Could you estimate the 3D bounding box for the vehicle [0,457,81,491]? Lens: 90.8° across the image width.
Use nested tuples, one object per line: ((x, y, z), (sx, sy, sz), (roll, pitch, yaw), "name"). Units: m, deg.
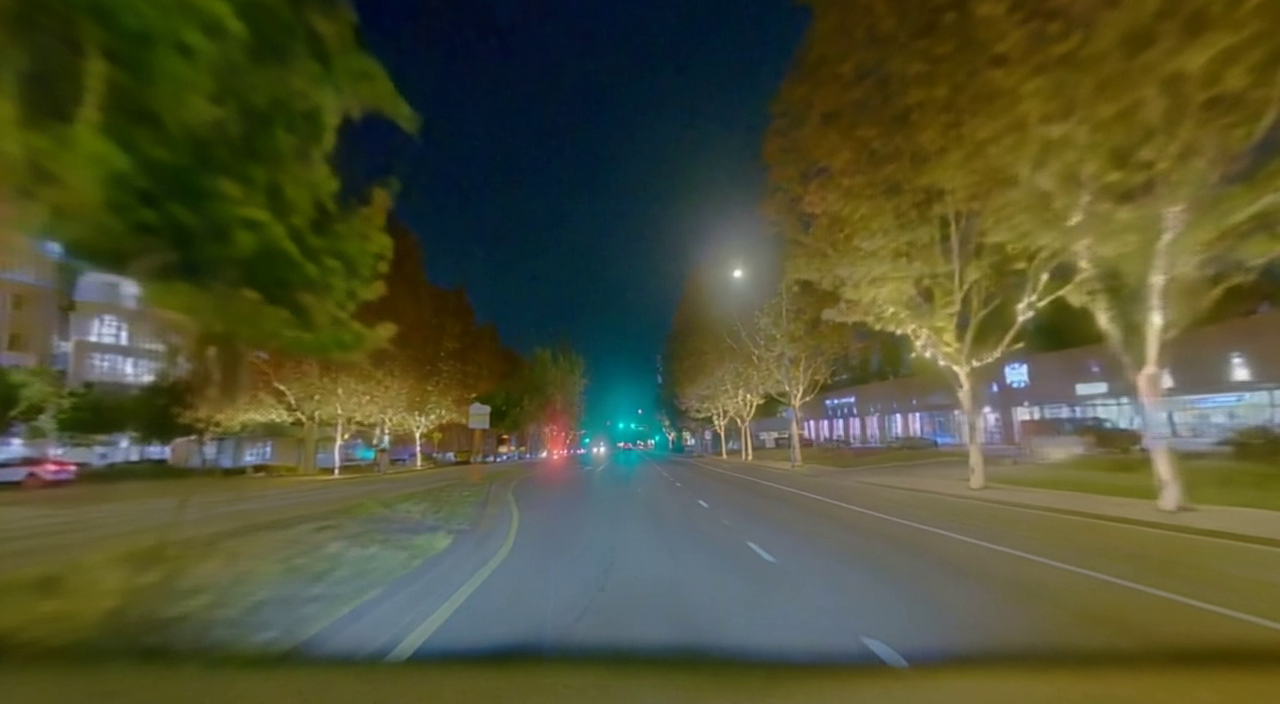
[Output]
((-31.900, 6.249, 32.544), (4.486, 1.614, 1.950), (-1, -9, 5), "vehicle")
